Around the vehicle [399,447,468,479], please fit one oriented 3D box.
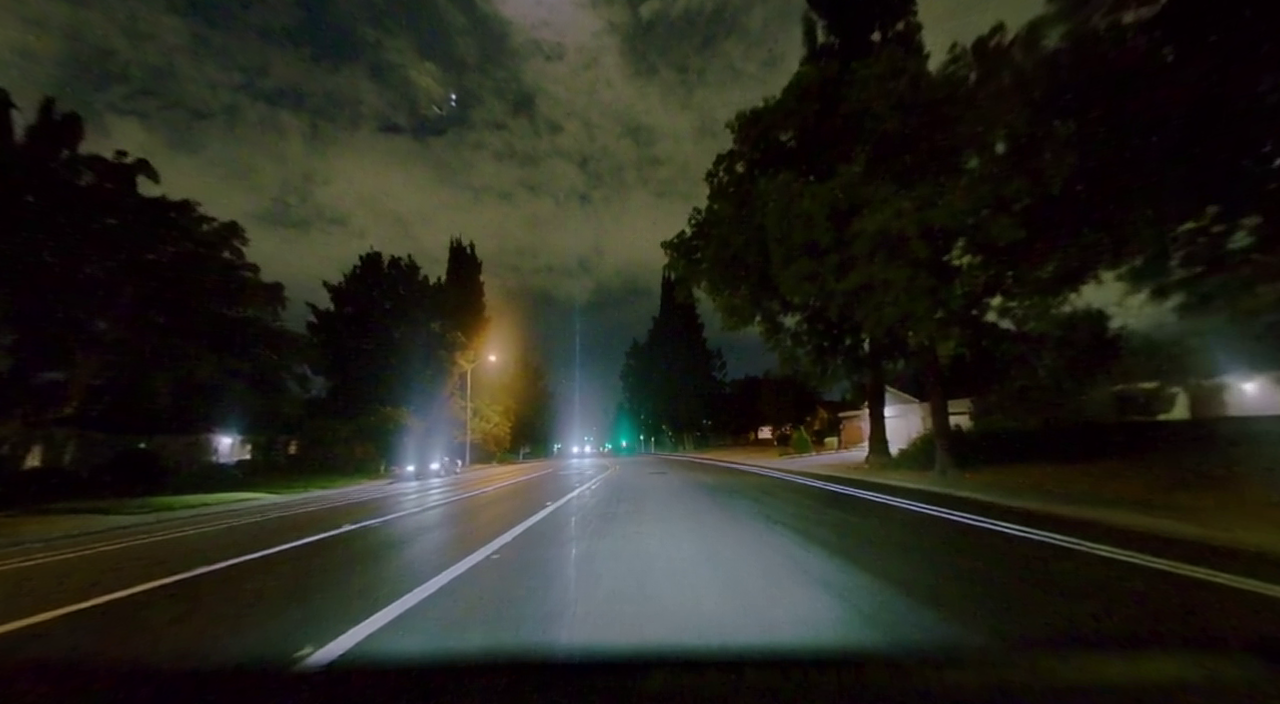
[{"bbox_3d":[-11.995,6.446,37.040,2.066,1.681,5.292,-1,-8,2],"label":"vehicle"}]
